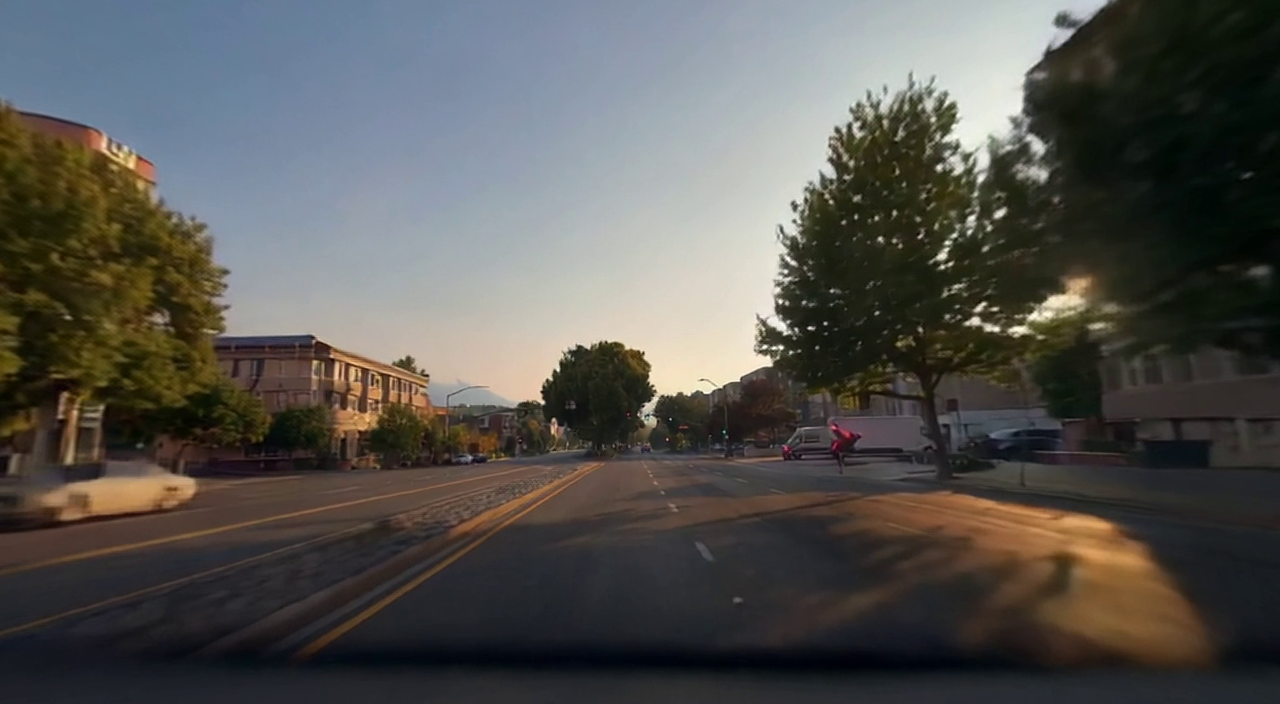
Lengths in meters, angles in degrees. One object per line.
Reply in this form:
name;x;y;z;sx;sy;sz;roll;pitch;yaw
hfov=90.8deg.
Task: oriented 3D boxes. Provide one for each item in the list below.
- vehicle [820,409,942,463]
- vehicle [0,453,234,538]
vehicle;16.619;5.824;43.893;7.225;3.553;2.709;0;-9;-4
vehicle;-11.810;3.125;14.441;1.918;1.546;4.683;0;-9;0
